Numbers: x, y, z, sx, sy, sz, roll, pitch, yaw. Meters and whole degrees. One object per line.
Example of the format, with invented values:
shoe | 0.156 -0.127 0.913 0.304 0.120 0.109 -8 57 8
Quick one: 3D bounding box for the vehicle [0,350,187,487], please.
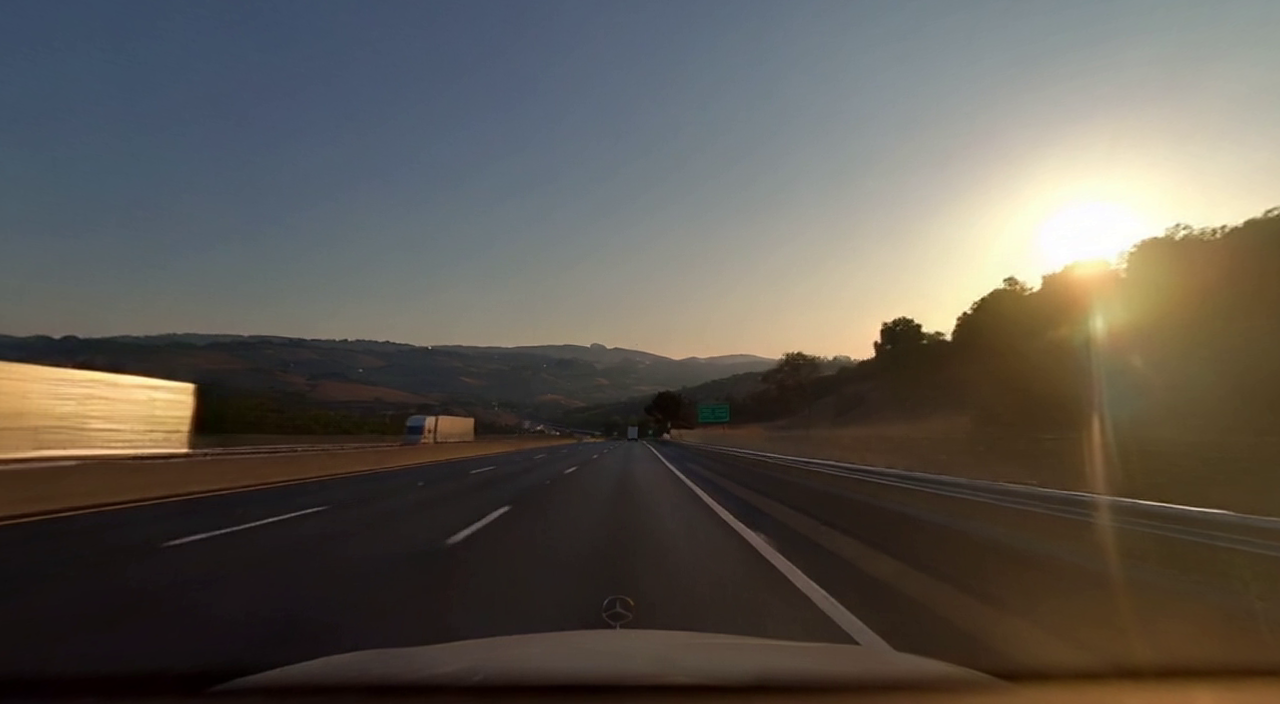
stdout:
vehicle | -20.063 2.369 21.429 2.880 3.962 8.395 0 -8 0
